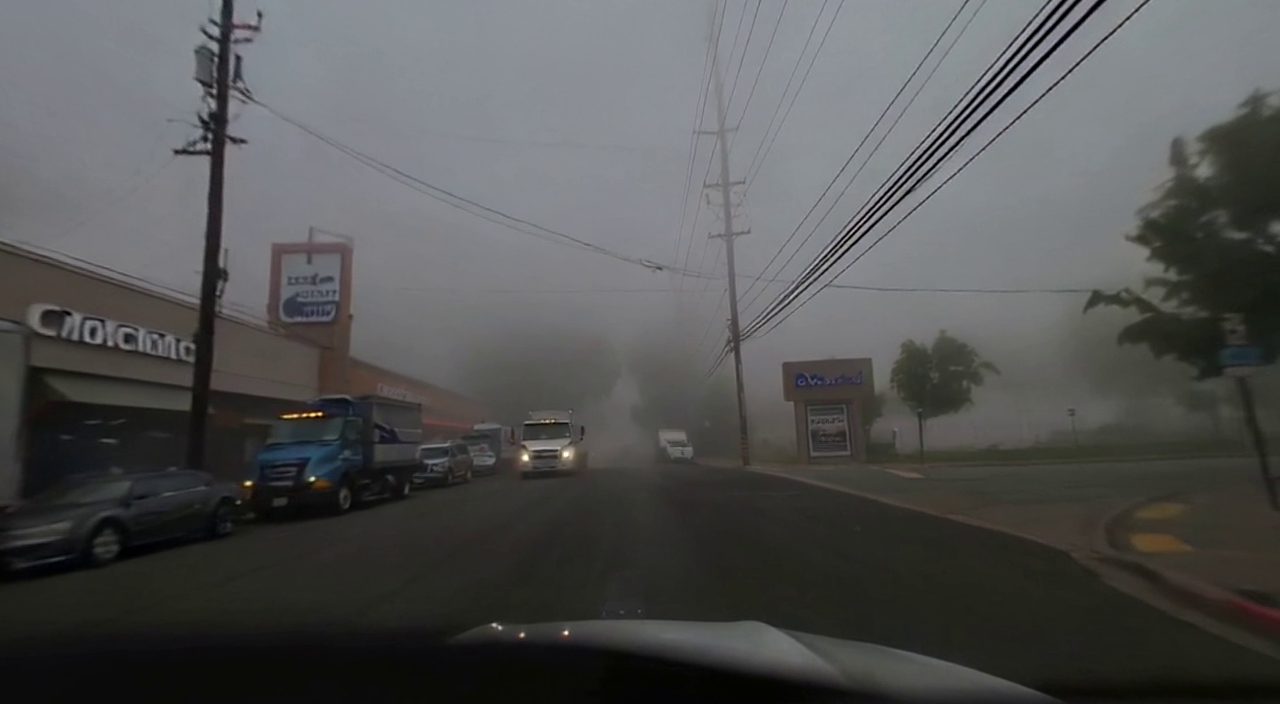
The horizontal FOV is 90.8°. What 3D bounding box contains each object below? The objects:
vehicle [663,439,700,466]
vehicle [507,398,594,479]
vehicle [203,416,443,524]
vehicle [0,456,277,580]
[{"bbox_3d":[2.843,7.011,44.411,2.097,1.784,4.915,0,-8,-2],"label":"vehicle"},{"bbox_3d":[-4.133,4.440,32.224,2.994,3.308,12.131,0,-8,-2],"label":"vehicle"},{"bbox_3d":[-8.100,3.115,17.517,2.737,2.345,7.210,-1,-8,2],"label":"vehicle"},{"bbox_3d":[-8.252,2.516,10.451,1.777,1.468,4.605,0,-8,0],"label":"vehicle"}]
